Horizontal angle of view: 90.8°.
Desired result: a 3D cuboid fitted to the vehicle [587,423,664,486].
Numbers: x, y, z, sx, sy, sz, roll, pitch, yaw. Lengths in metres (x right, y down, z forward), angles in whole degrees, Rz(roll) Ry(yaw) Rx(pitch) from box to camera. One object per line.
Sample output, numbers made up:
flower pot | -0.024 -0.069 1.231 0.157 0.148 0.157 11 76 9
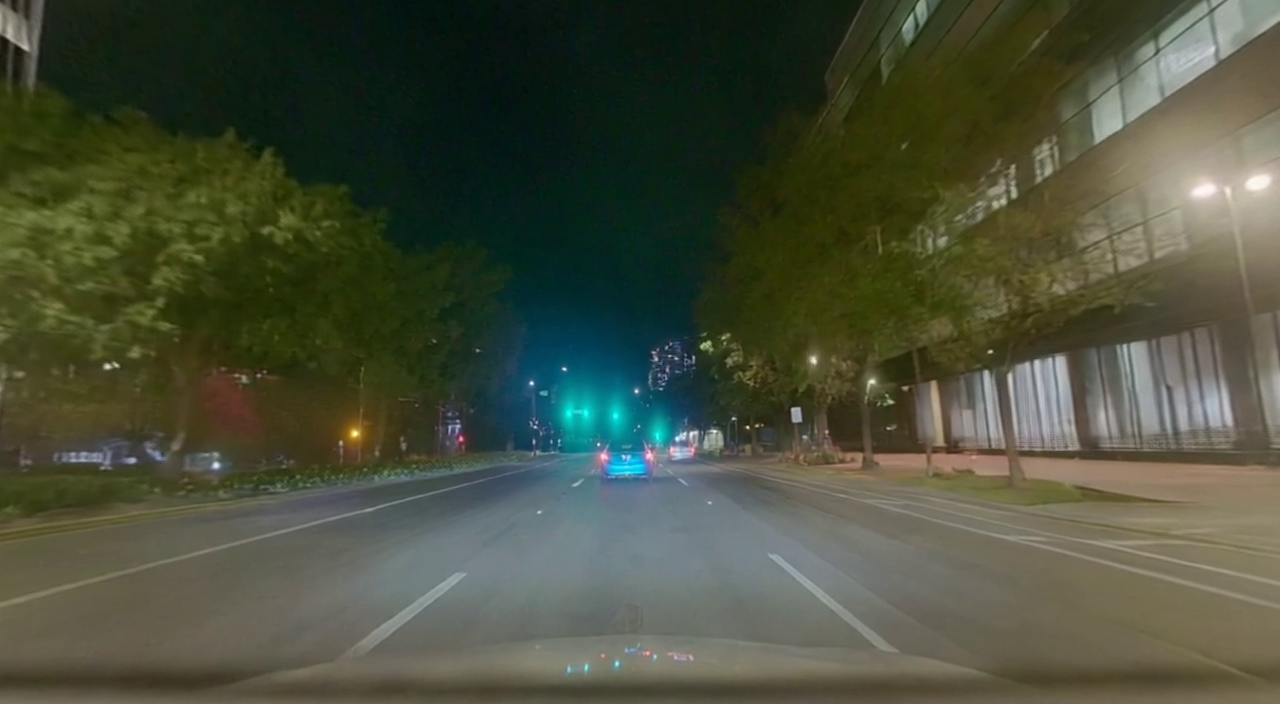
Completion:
vehicle | -0.473 3.431 21.308 2.313 1.860 4.319 0 -9 -1

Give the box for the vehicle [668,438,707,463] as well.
vehicle | 3.055 6.464 41.586 2.065 1.495 4.792 0 -9 -1
